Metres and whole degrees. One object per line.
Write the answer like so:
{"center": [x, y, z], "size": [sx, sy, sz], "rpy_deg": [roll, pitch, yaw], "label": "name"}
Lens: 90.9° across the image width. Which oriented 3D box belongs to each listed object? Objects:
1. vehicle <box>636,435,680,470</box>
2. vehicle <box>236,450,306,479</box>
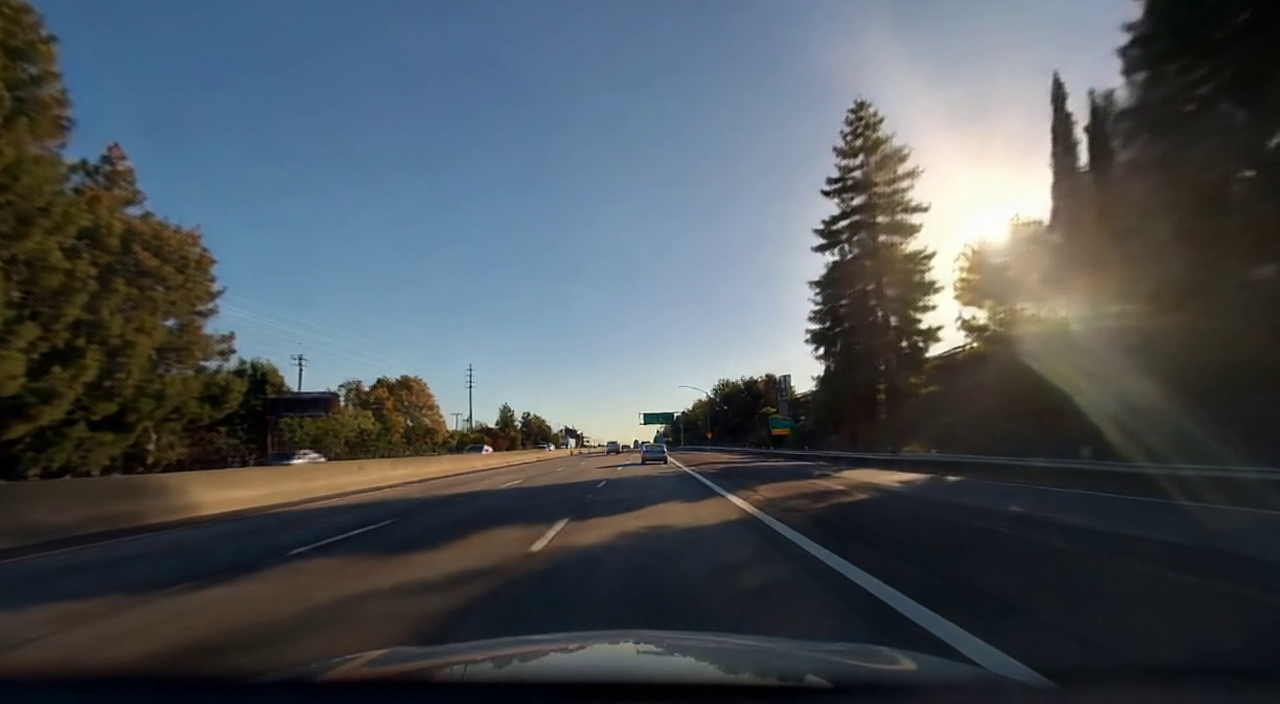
{"center": [0.928, 5.483, 34.477], "size": [2.260, 1.766, 4.348], "rpy_deg": [0, -8, 0], "label": "vehicle"}
{"center": [-25.331, 7.694, 43.484], "size": [2.056, 1.767, 4.468], "rpy_deg": [-2, -8, 1], "label": "vehicle"}
